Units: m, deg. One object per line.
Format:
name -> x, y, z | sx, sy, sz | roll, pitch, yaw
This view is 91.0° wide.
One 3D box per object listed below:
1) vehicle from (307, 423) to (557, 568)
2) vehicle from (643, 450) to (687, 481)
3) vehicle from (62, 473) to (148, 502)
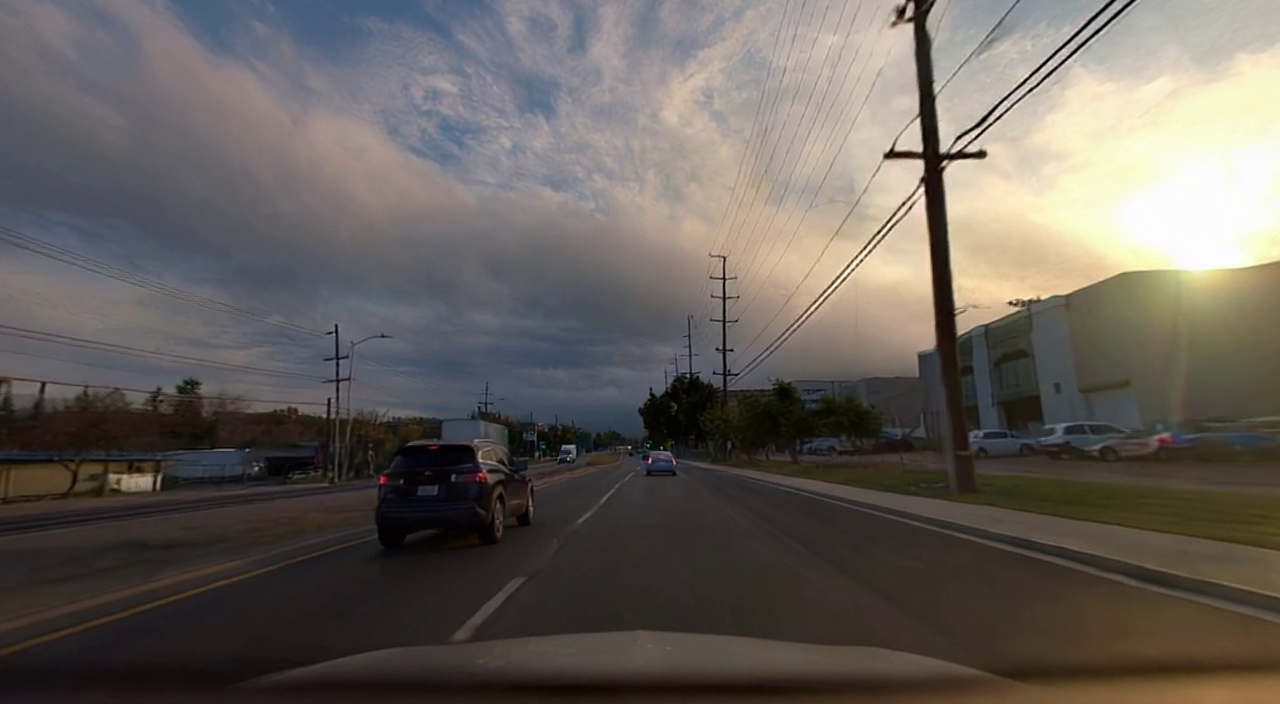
vehicle -> -2.795, 2.073, 9.906 | 2.169, 1.679, 4.723 | 0, -9, 2
vehicle -> 1.247, 5.925, 33.094 | 2.114, 1.492, 4.453 | 0, -9, 1
vehicle -> -38.332, 9.708, 45.133 | 4.458, 1.674, 2.034 | -2, -5, 2
